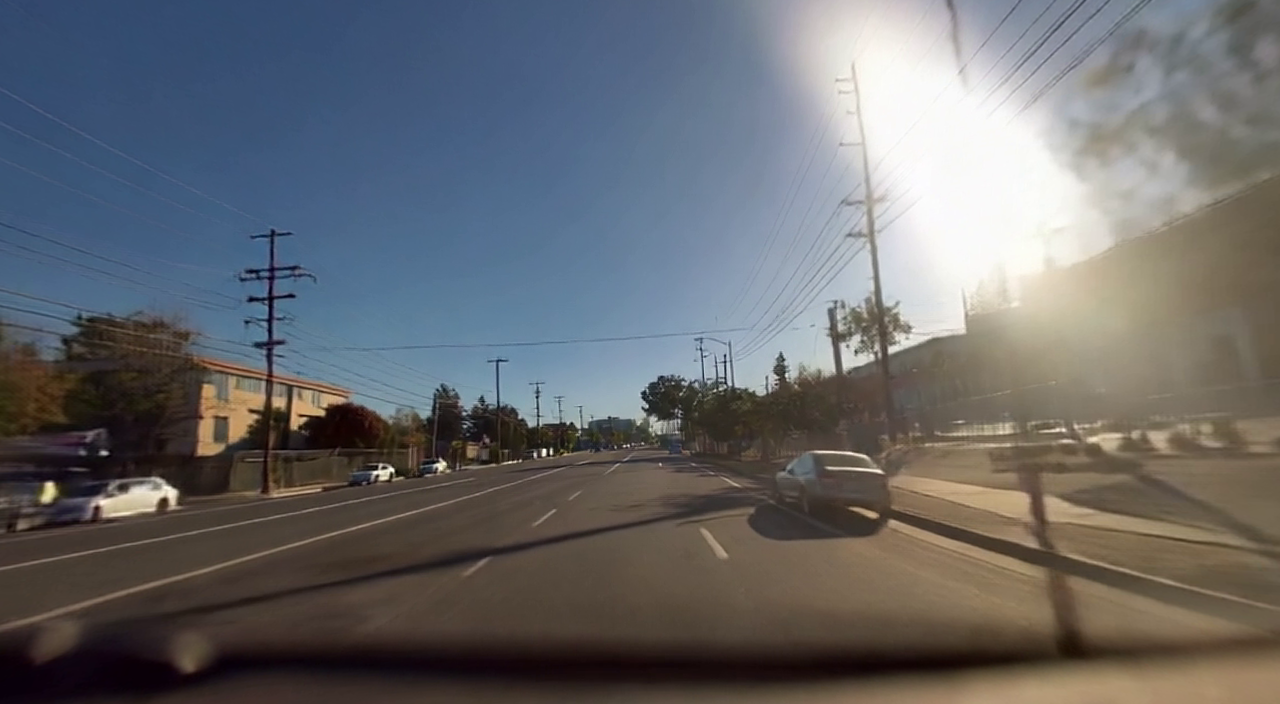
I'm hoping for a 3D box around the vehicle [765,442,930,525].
[{"bbox_3d":[4.163,2.688,13.586,2.002,1.459,4.357,0,-8,-1],"label":"vehicle"}]

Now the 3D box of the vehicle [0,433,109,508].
[{"bbox_3d":[-25.267,4.910,25.786,4.857,2.616,2.616,-4,-9,-17],"label":"vehicle"}]

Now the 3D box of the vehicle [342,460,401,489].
[{"bbox_3d":[-17.684,8.060,41.835,1.931,1.501,4.564,-6,-9,-1],"label":"vehicle"}]

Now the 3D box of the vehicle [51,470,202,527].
[{"bbox_3d":[-17.771,5.038,22.217,1.852,1.551,4.276,-6,-10,-2],"label":"vehicle"}]
